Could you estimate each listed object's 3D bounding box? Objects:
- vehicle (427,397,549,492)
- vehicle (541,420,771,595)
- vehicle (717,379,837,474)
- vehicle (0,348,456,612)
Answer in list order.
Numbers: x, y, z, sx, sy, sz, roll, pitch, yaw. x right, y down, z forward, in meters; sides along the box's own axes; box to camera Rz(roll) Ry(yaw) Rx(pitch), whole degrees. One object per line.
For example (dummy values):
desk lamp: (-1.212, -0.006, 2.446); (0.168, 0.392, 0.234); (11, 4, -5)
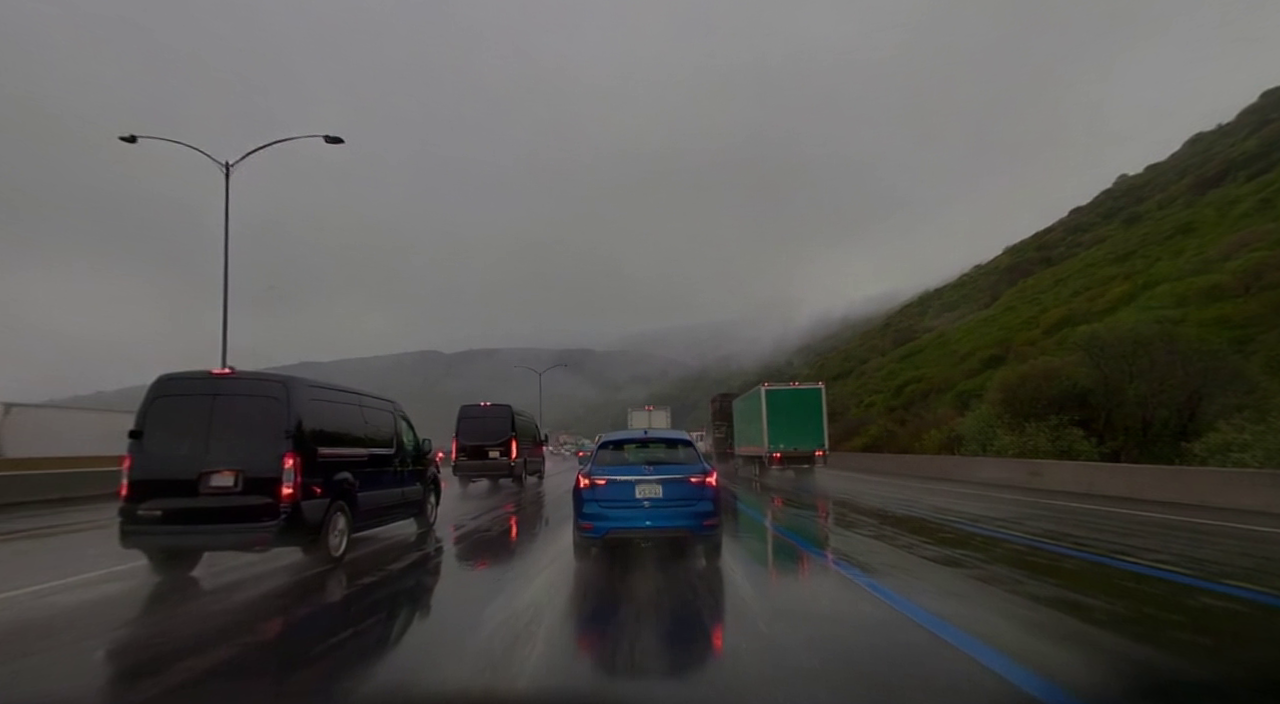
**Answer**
vehicle: (-4.472, 2.890, 19.736); (2.300, 2.522, 5.701); (0, -8, 1)
vehicle: (0.093, 1.652, 7.550); (2.003, 1.499, 3.930); (0, -8, -1)
vehicle: (6.319, 3.848, 31.520); (2.977, 3.878, 11.111); (0, -8, -3)
vehicle: (-4.211, 1.406, 7.799); (2.195, 2.086, 5.445); (0, -8, 0)
